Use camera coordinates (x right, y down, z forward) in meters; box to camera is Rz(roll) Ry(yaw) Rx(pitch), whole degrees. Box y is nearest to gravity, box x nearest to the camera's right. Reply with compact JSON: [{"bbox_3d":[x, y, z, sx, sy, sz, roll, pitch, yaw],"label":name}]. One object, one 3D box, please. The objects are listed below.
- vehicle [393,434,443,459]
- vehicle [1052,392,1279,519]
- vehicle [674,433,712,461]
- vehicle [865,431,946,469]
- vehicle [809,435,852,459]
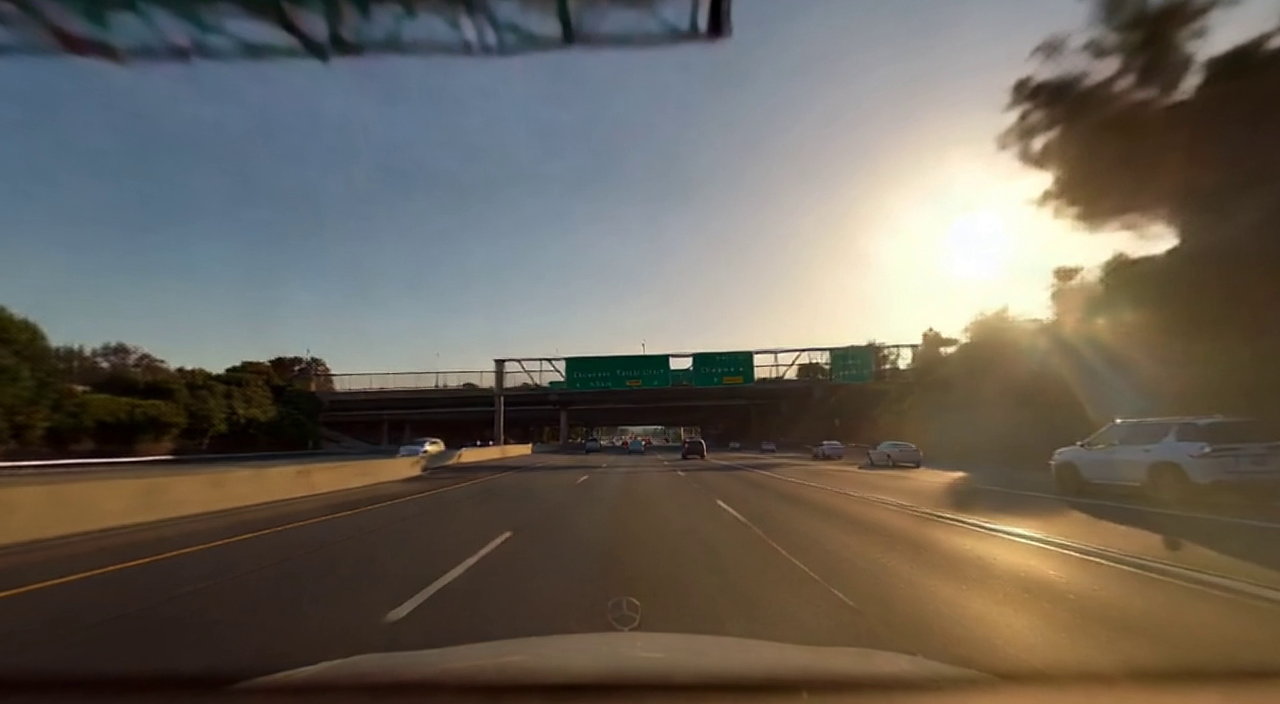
[{"bbox_3d":[-17.326,7.403,49.329,2.083,1.785,4.877,0,-8,1],"label":"vehicle"},{"bbox_3d":[12.223,2.201,13.639,2.442,2.140,6.462,0,-8,3],"label":"vehicle"},{"bbox_3d":[3.487,6.393,42.437,2.147,1.794,4.538,1,-8,0],"label":"vehicle"},{"bbox_3d":[13.432,5.007,32.188,2.116,1.754,4.727,0,-8,1],"label":"vehicle"},{"bbox_3d":[14.551,7.259,48.262,2.020,1.707,4.424,0,-8,1],"label":"vehicle"}]
